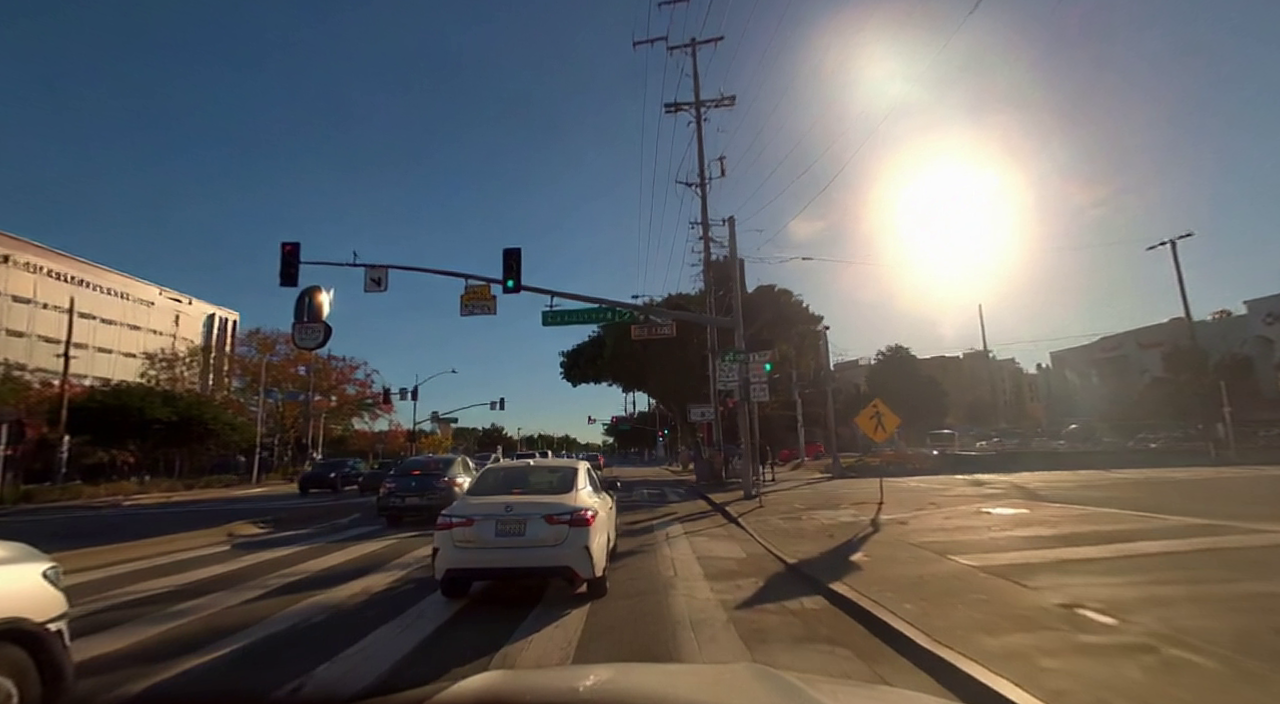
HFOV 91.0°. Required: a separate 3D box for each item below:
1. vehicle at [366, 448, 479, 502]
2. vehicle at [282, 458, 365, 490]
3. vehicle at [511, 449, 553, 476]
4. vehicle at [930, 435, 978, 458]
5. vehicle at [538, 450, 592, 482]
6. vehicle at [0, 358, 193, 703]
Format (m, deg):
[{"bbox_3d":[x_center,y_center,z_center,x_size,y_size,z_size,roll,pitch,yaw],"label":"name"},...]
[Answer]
[{"bbox_3d":[-6.711,3.832,20.039,1.960,1.479,4.654,0,-9,0],"label":"vehicle"},{"bbox_3d":[-16.267,6.272,32.680,2.000,1.527,4.786,1,-9,-3],"label":"vehicle"},{"bbox_3d":[-7.004,7.245,41.264,2.012,1.664,3.917,0,-9,0],"label":"vehicle"},{"bbox_3d":[24.451,7.355,49.082,1.690,1.559,3.521,4,-7,-6],"label":"vehicle"},{"bbox_3d":[-3.708,5.742,31.944,2.147,1.472,4.406,0,-9,1],"label":"vehicle"},{"bbox_3d":[-3.407,0.650,1.013,2.042,1.673,4.516,0,-9,-1],"label":"vehicle"}]
